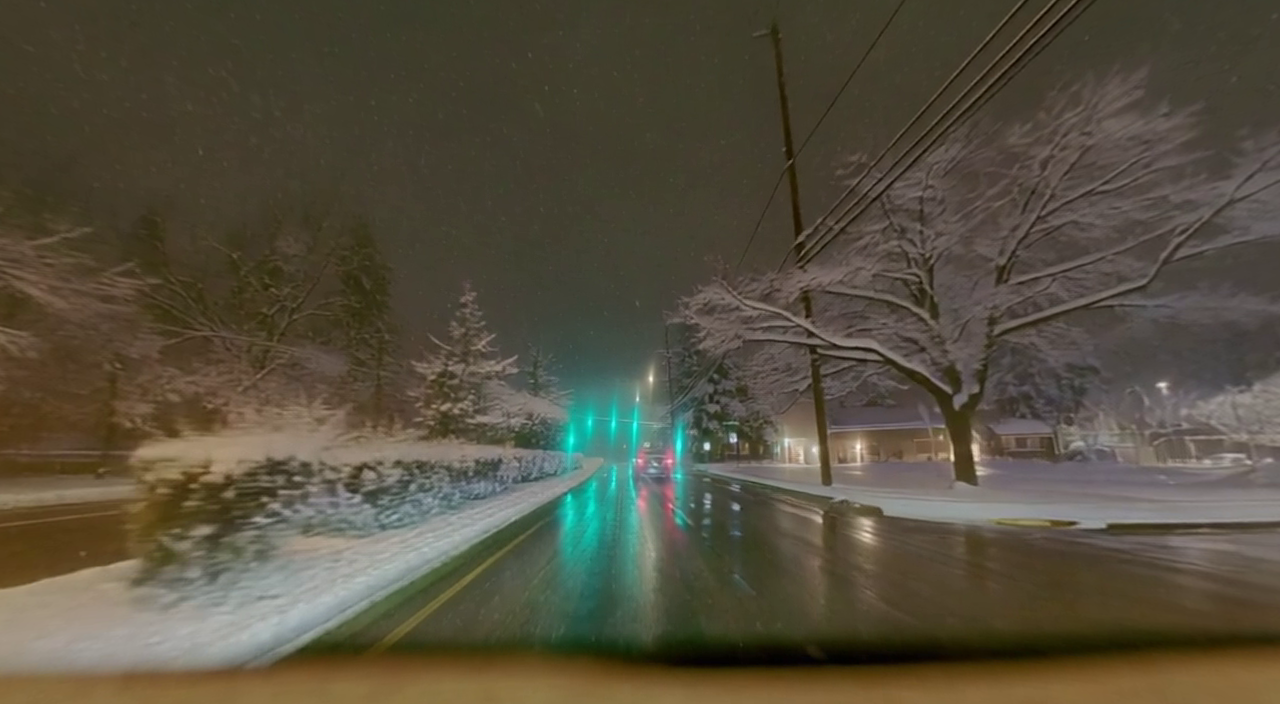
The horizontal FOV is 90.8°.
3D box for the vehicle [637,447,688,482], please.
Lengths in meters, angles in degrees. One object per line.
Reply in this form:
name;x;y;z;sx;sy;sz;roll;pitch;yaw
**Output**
vehicle;0.963;5.306;30.095;2.061;1.475;4.296;0;-8;-3
